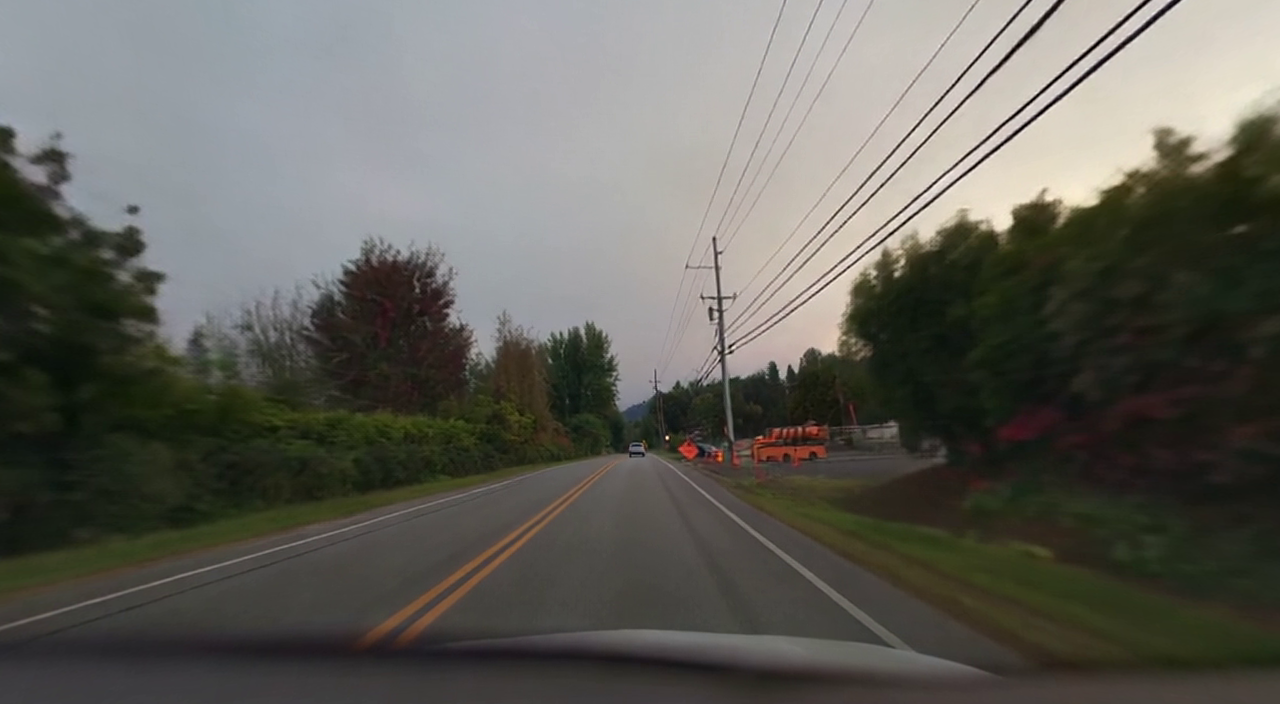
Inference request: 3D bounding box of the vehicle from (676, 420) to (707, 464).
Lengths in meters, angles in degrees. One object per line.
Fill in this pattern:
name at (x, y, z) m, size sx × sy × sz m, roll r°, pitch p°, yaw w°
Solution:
vehicle at (3.996, 7.012, 49.272) m, size 2.374 × 3.357 × 1.724 m, roll 0°, pitch -9°, yaw 4°
